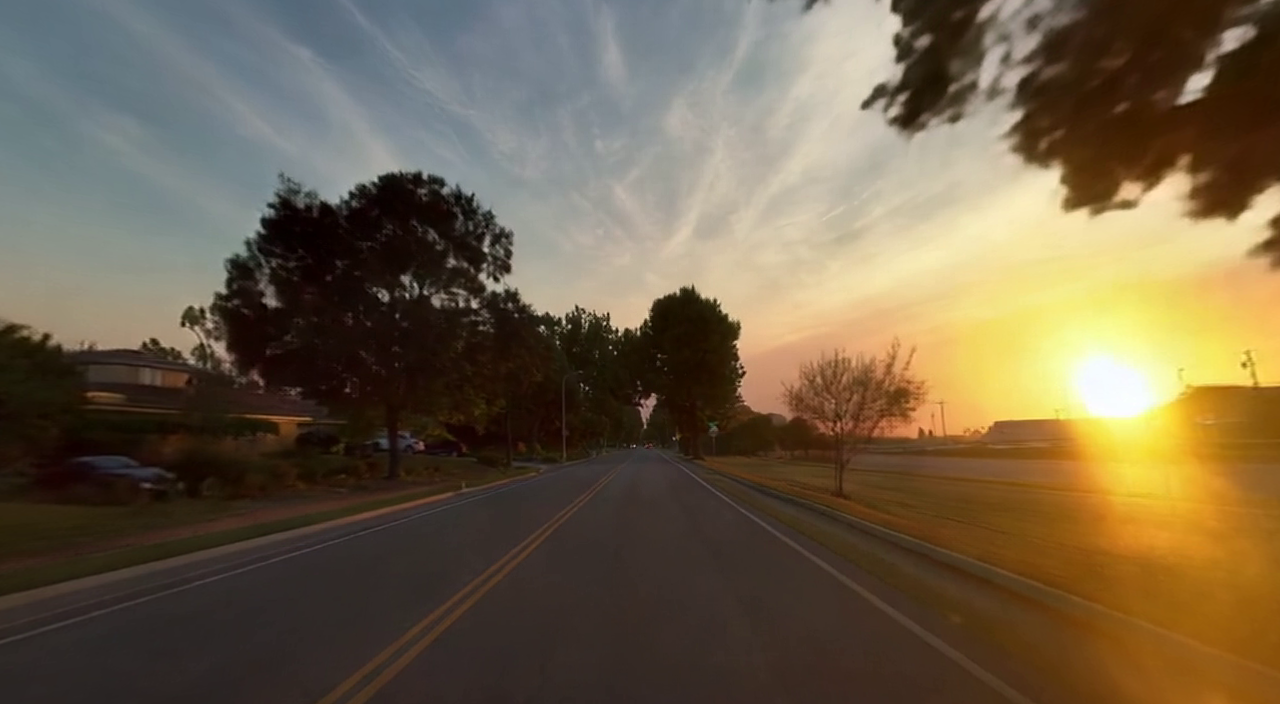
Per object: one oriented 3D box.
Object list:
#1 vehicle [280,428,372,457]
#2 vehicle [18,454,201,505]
[{"bbox_3d":[-19.993,5.785,40.320,4.640,1.765,2.242,0,-8,-3],"label":"vehicle"},{"bbox_3d":[-17.787,4.266,21.303,4.366,1.589,1.970,0,-8,1],"label":"vehicle"}]
